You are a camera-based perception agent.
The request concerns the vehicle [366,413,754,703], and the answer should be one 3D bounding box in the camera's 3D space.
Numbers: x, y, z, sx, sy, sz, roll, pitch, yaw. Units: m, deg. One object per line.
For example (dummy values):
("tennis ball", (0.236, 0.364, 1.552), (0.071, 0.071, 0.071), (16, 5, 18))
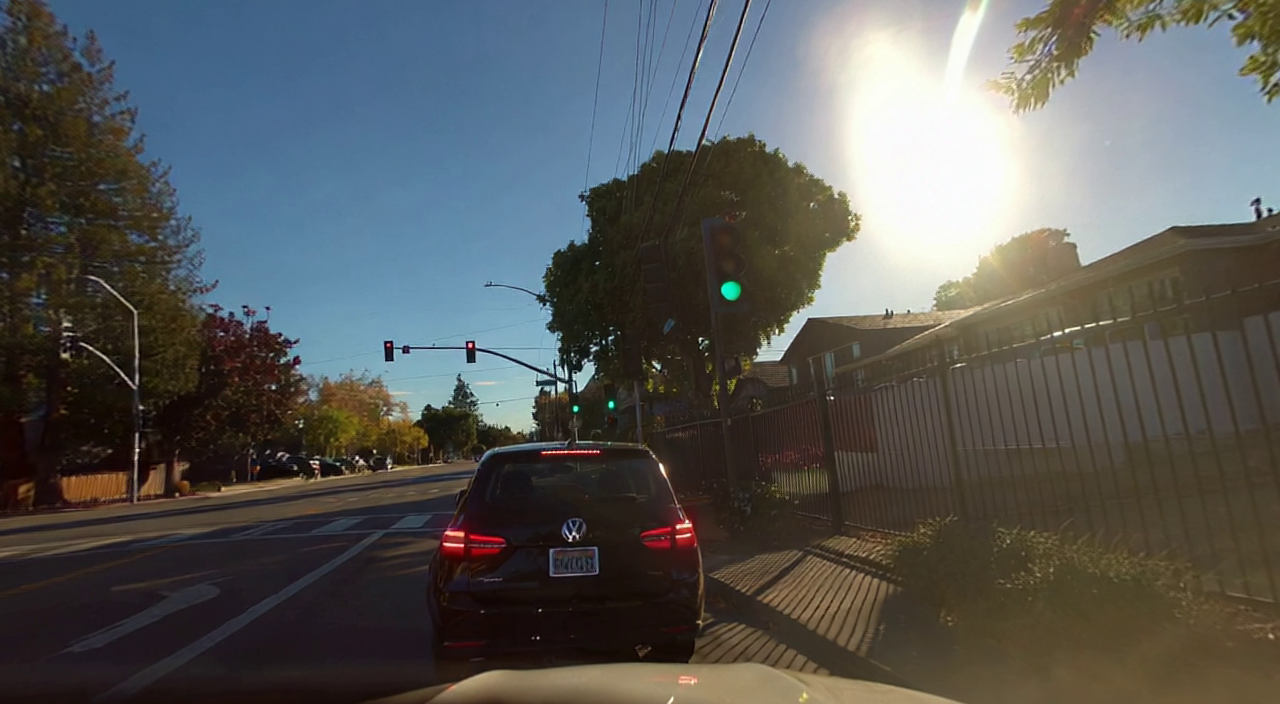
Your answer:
("vehicle", (-0.663, 1.361, 5.228), (2.024, 1.502, 3.702), (1, -9, -9))
